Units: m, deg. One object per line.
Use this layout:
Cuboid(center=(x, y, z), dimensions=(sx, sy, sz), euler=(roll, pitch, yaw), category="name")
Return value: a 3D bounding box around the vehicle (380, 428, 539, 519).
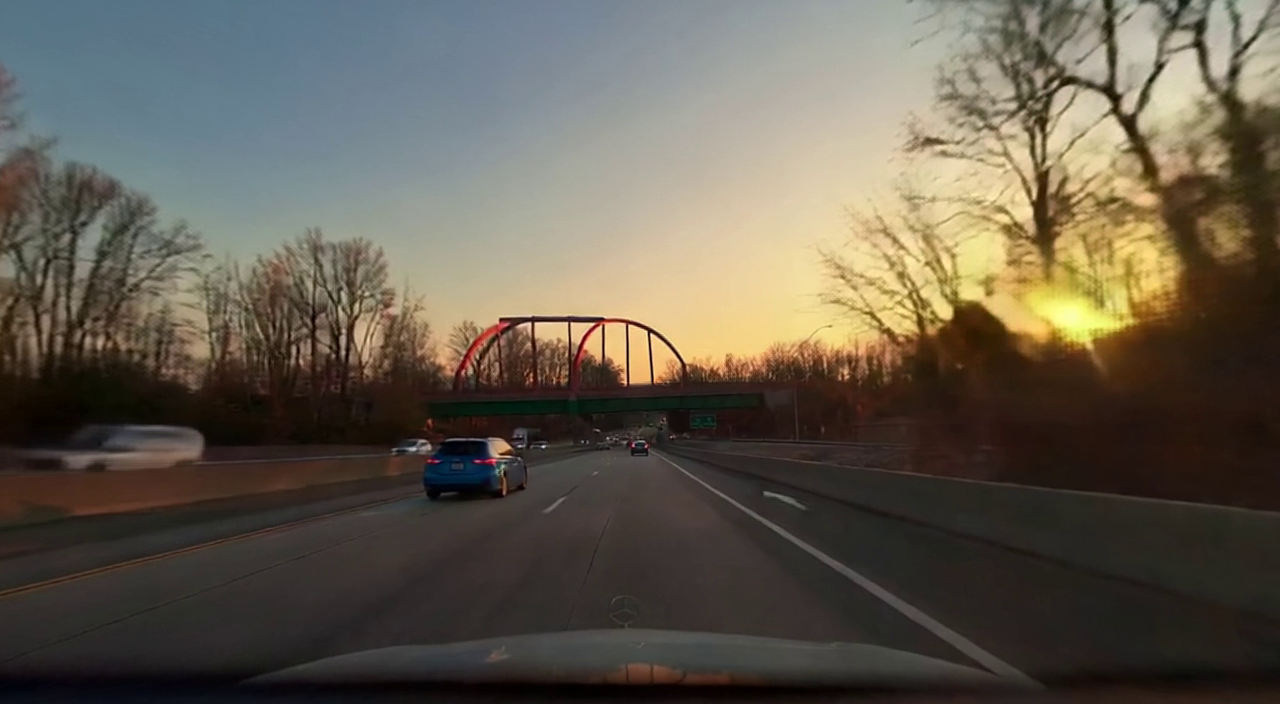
Cuboid(center=(-3.528, 2.463, 13.264), dimensions=(2.052, 1.556, 4.405), euler=(0, -8, 0), category="vehicle")
